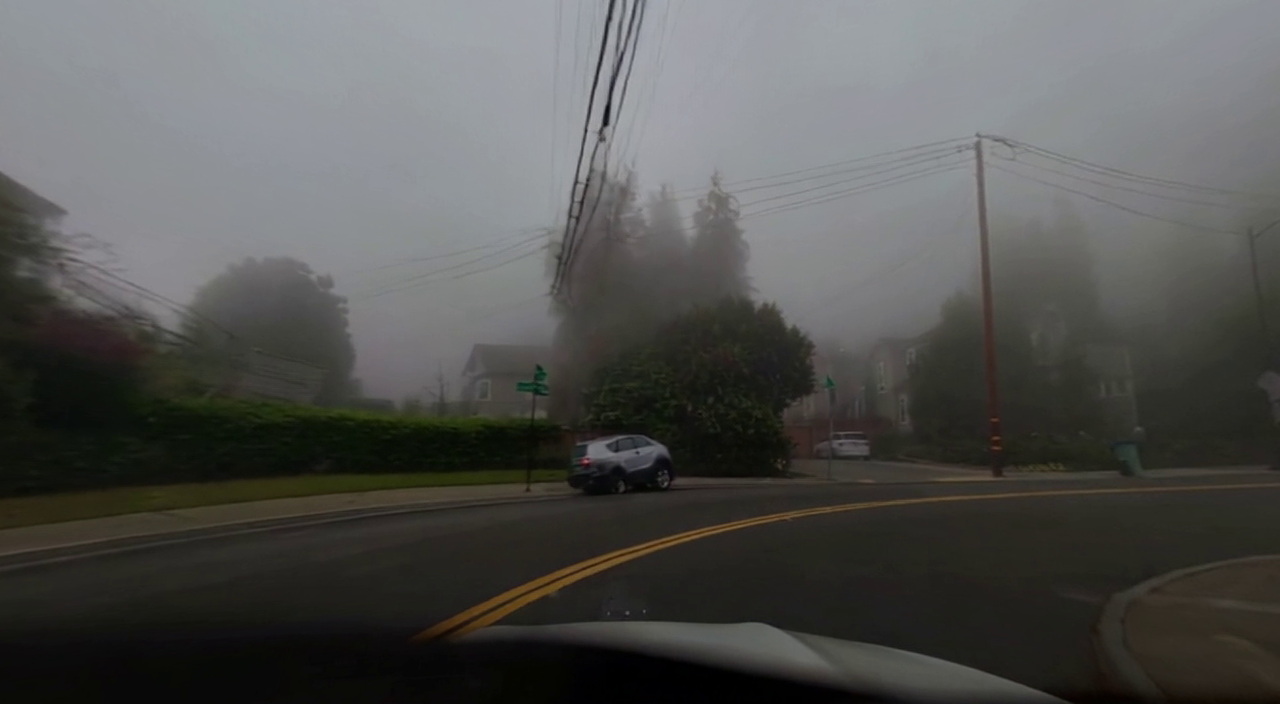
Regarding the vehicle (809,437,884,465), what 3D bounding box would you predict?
[{"bbox_3d":[12.234,5.883,37.494,3.784,1.532,1.650,-1,-9,-3],"label":"vehicle"}]
